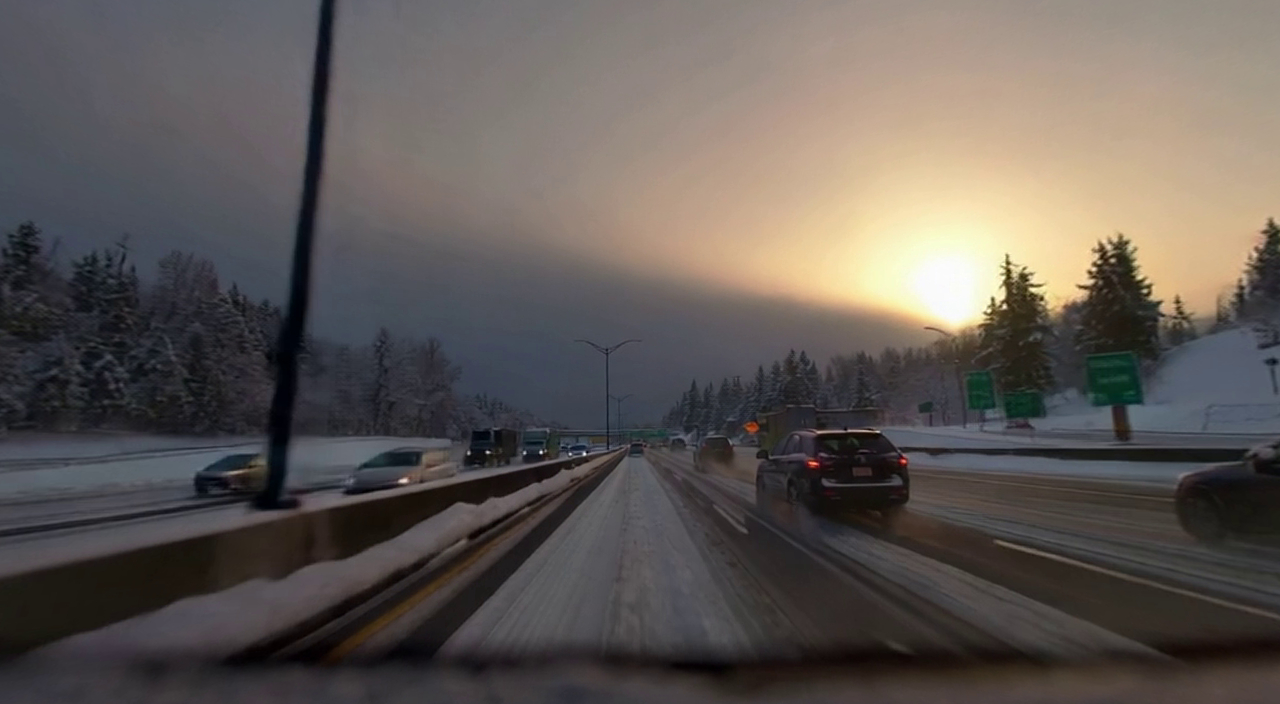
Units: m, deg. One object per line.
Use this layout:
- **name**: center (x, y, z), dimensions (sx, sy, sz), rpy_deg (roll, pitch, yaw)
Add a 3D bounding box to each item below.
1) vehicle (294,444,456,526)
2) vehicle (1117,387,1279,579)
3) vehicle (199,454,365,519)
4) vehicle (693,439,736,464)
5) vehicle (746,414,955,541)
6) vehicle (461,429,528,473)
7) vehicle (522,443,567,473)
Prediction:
- **vehicle**: center (-5.609, 2.824, 14.002), dimensions (1.888, 1.532, 3.906), rpy_deg (0, -9, 0)
- **vehicle**: center (7.090, 1.152, 5.406), dimensions (2.040, 1.801, 4.959), rpy_deg (0, -9, -1)
- **vehicle**: center (-9.516, 3.562, 17.305), dimensions (1.993, 1.473, 4.387), rpy_deg (0, -9, 0)
- **vehicle**: center (5.803, 7.840, 49.921), dimensions (2.434, 1.869, 5.553), rpy_deg (0, -9, -3)
- **vehicle**: center (3.243, 2.039, 10.854), dimensions (2.059, 1.711, 4.302), rpy_deg (0, -9, 0)
- **vehicle**: center (-9.472, 6.526, 41.772), dimensions (2.786, 2.696, 6.461), rpy_deg (0, -9, 1)
- **vehicle**: center (-5.732, 6.398, 38.372), dimensions (2.037, 1.700, 4.417), rpy_deg (0, -9, 0)
